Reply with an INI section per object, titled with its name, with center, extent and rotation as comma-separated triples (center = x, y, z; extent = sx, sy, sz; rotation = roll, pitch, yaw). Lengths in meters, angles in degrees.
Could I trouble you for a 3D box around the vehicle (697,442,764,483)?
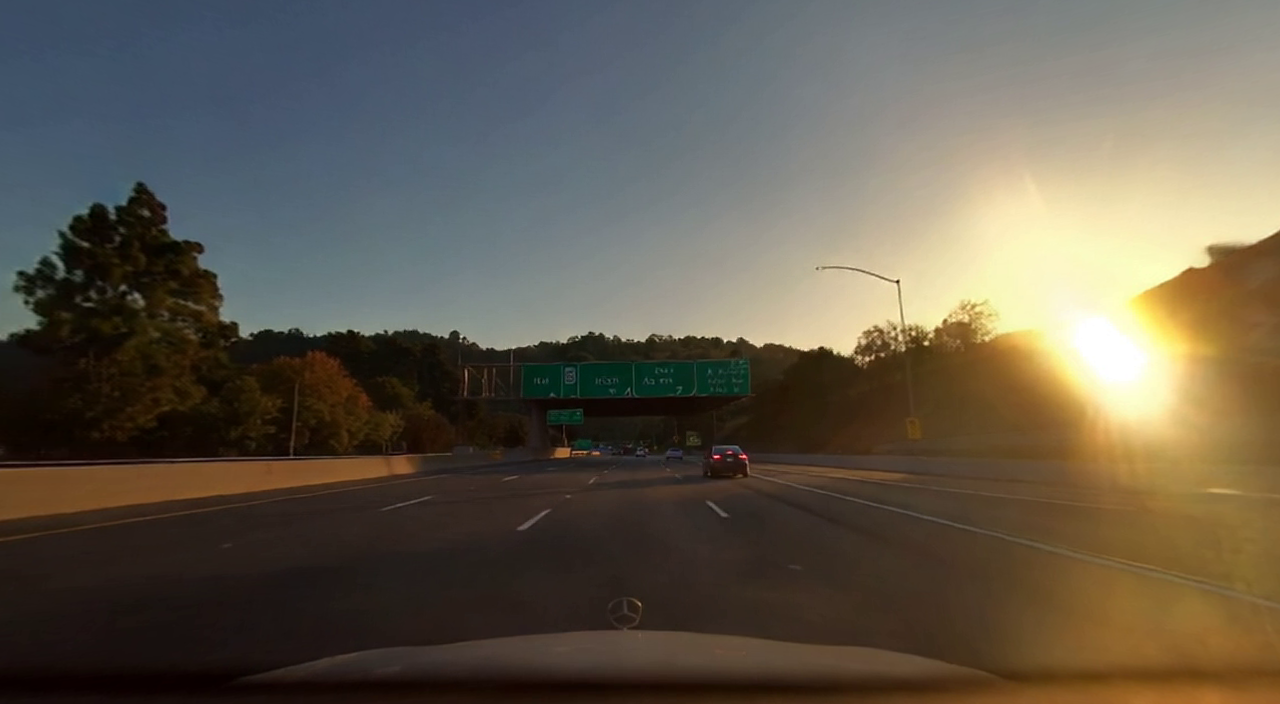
[vehicle]
center = 3.547, 4.438, 25.495
extent = 2.033, 1.501, 4.398
rotation = 0, -9, -1
